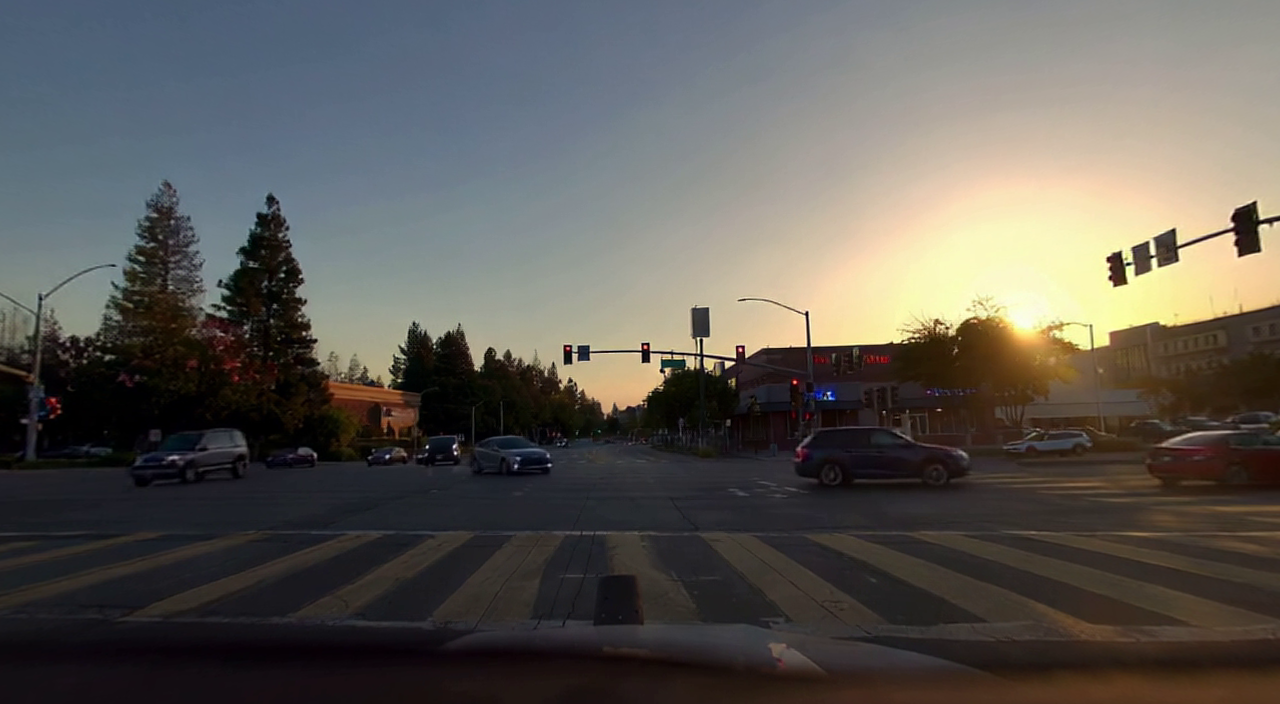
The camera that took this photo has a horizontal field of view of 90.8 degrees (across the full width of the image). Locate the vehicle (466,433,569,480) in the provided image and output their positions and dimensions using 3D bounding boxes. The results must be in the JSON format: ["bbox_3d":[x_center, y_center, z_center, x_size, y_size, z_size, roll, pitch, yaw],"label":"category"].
[{"bbox_3d":[-4.890,4.104,24.985,1.982,1.678,4.180,8,-12,-44],"label":"vehicle"}]

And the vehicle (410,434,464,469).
[{"bbox_3d":[-12.205,6.010,38.391,2.223,1.972,5.310,1,-8,-8],"label":"vehicle"}]

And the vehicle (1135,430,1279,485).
[{"bbox_3d":[17.320,2.995,18.093,4.532,1.467,2.135,0,-9,-4],"label":"vehicle"}]

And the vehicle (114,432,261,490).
[{"bbox_3d":[-16.371,3.956,23.245,1.977,1.878,4.575,0,-9,0],"label":"vehicle"}]

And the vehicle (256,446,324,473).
[{"bbox_3d":[-23.024,7.077,41.740,1.938,1.676,4.483,0,-9,0],"label":"vehicle"}]

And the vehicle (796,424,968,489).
[{"bbox_3d":[7.536,3.289,20.073,4.767,1.877,2.017,-3,-9,19],"label":"vehicle"}]
